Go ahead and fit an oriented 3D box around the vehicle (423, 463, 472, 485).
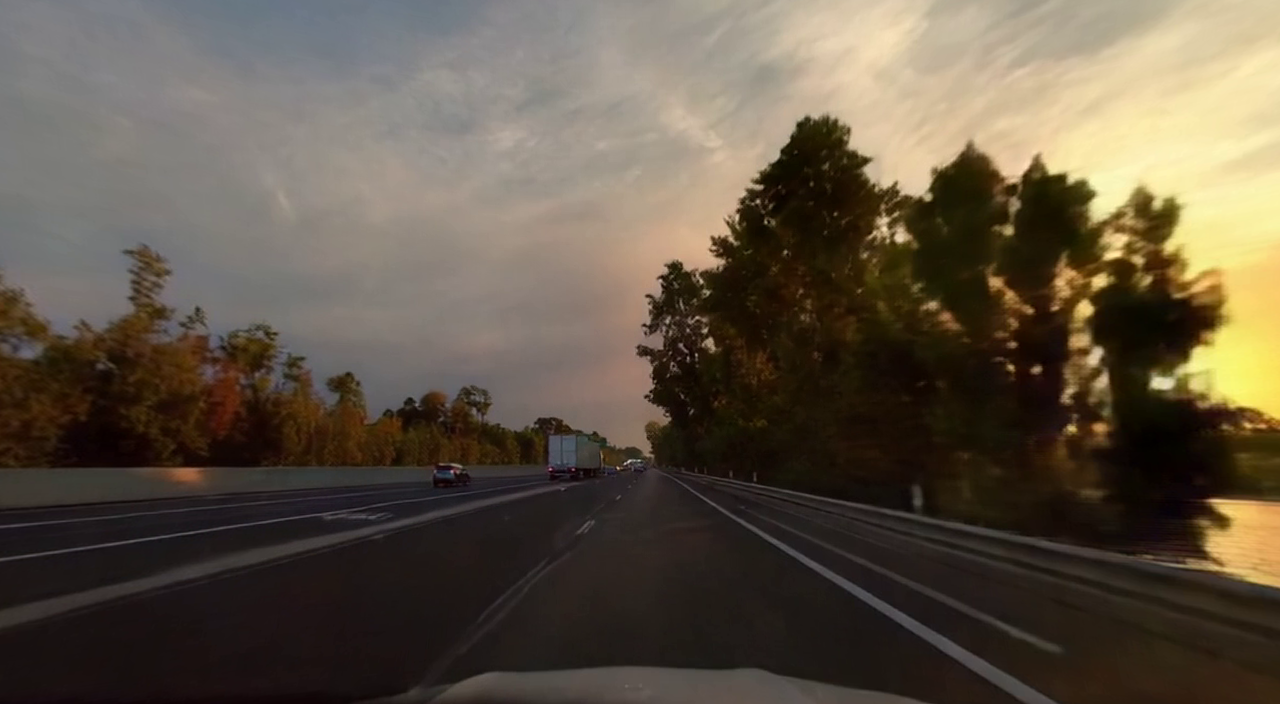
[{"bbox_3d":[-13.110,8.324,43.073,1.745,1.430,4.252,0,-10,4],"label":"vehicle"}]
